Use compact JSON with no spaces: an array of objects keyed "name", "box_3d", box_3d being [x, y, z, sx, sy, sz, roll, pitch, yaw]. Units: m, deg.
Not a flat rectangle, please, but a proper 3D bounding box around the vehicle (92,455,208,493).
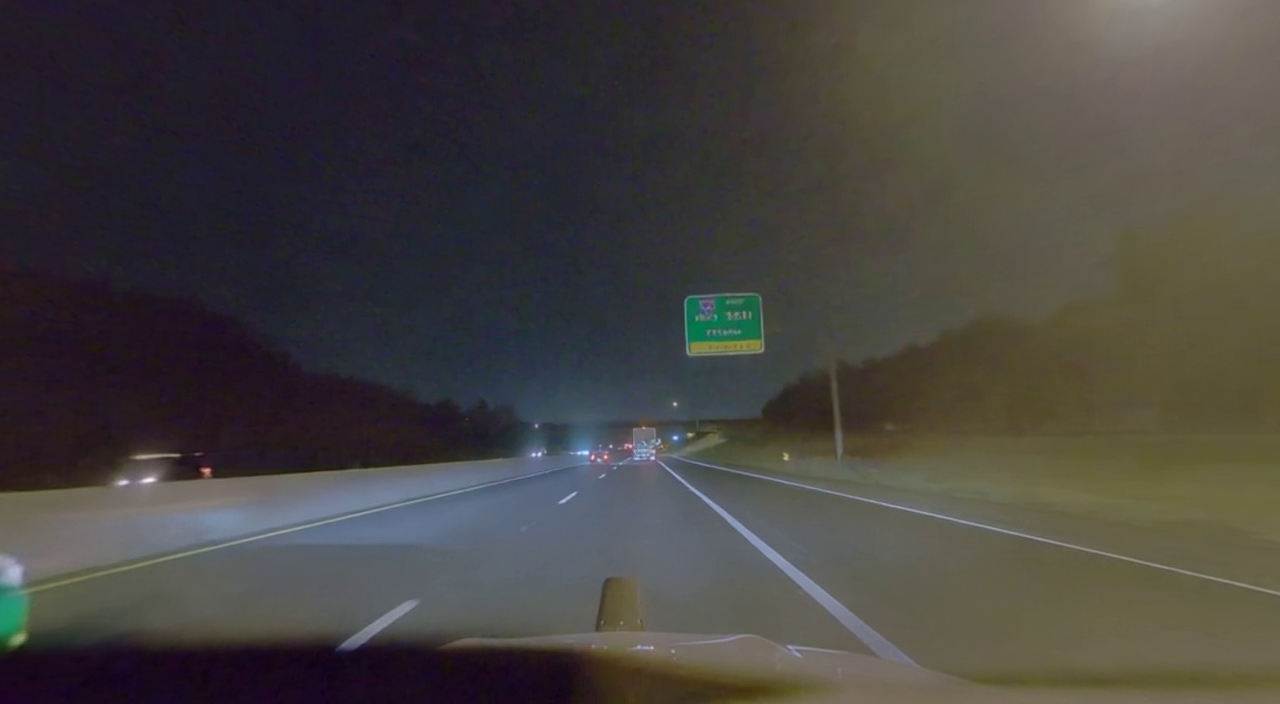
[{"name":"vehicle","box_3d":[-27.000,6.710,35.024,2.092,1.902,4.764,-2,-9,11]}]
